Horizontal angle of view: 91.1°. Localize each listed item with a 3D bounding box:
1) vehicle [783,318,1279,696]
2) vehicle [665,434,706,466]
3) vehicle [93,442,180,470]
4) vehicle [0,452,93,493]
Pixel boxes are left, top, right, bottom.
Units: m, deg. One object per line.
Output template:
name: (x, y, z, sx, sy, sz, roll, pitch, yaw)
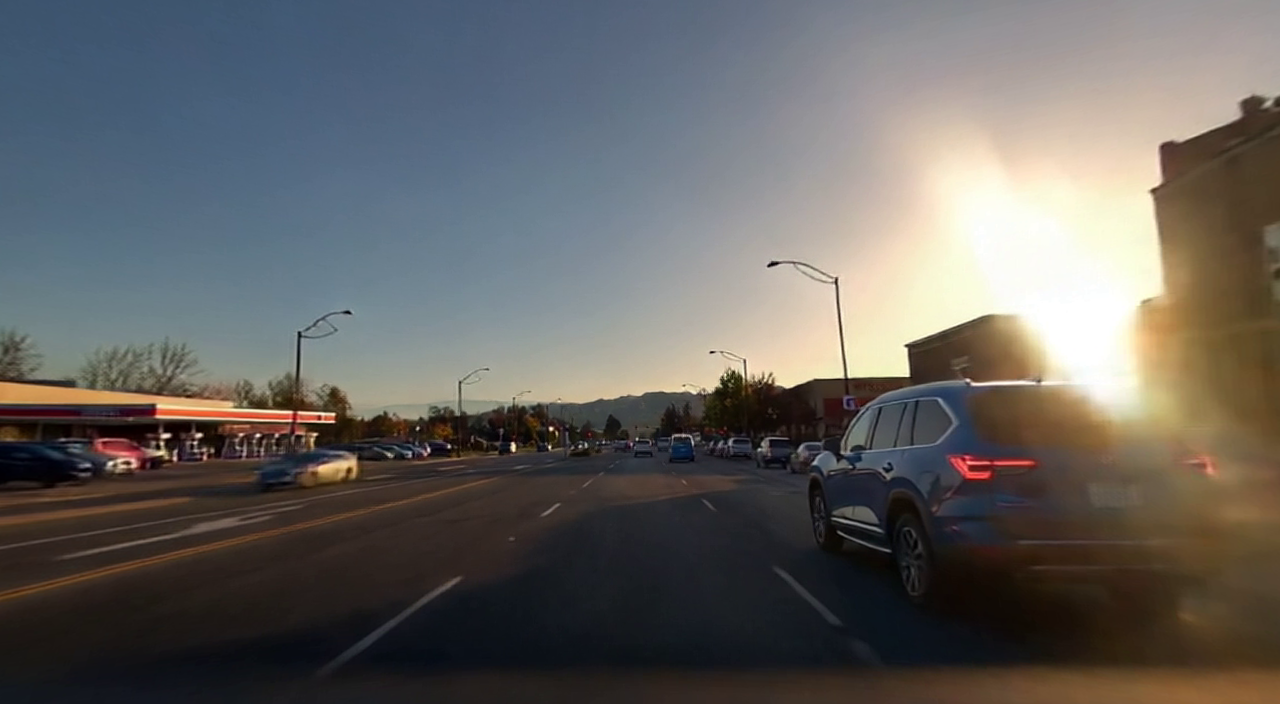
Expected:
vehicle: (2.985, 1.131, 5.706, 2.246, 1.963, 4.777, 0, -8, 0)
vehicle: (2.794, 6.229, 40.085, 2.317, 1.857, 5.150, 0, -8, 1)
vehicle: (-32.753, 6.770, 41.003, 1.925, 1.680, 4.396, 0, -9, 1)
vehicle: (-24.484, 4.702, 24.684, 1.822, 1.466, 4.445, 0, -8, 1)
